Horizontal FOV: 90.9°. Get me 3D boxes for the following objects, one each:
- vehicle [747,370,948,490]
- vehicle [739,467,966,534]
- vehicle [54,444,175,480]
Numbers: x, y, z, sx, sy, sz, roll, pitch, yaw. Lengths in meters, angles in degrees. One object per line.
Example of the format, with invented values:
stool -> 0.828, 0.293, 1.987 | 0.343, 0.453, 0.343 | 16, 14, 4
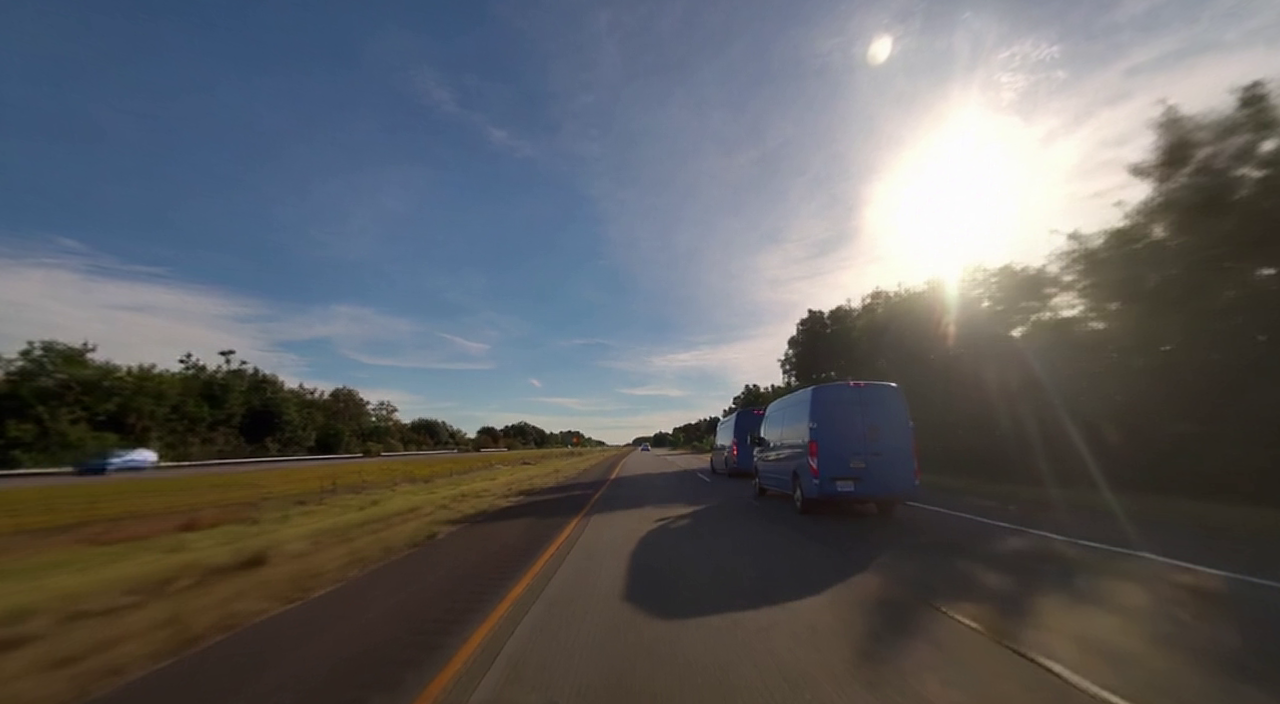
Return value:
vehicle -> 4.062, 1.751, 13.757 | 2.444, 2.053, 5.616 | 0, -8, 0
vehicle -> 4.008, 3.032, 13.586 | 2.702, 0.824, 6.391 | 0, -8, 0
vehicle -> -32.732, 6.847, 39.612 | 2.429, 2.024, 5.989 | 0, -8, 0
